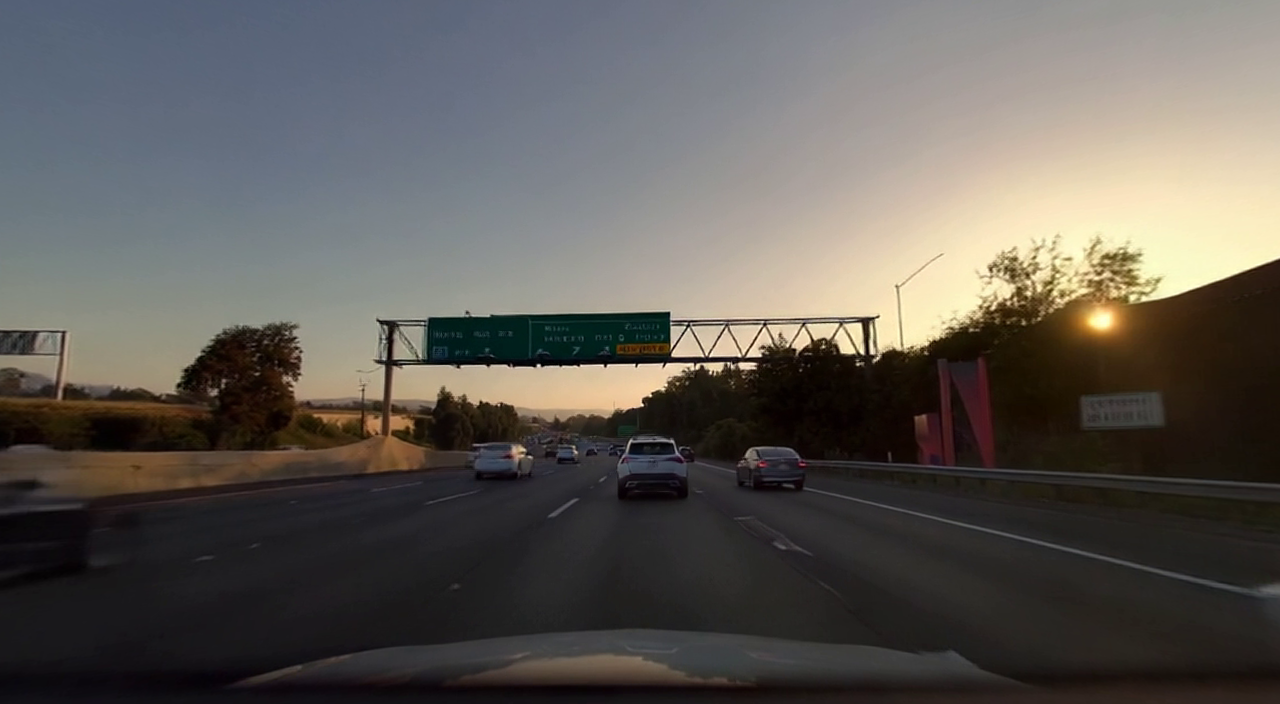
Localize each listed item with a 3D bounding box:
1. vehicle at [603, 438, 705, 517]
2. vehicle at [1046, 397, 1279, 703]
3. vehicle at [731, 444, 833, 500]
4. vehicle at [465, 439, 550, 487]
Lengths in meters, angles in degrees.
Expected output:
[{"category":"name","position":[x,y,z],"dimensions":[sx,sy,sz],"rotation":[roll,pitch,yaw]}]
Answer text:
[{"category":"vehicle","position":[0.277,2.807,14.575],"dimensions":[2.044,1.554,3.824],"rotation":[0,-9,0]},{"category":"vehicle","position":[3.558,0.852,1.873],"dimensions":[2.044,1.523,3.947],"rotation":[0,-9,0]},{"category":"vehicle","position":[4.198,3.618,19.474],"dimensions":[2.002,1.499,4.710],"rotation":[0,-9,-1]},{"category":"vehicle","position":[-5.297,4.509,25.954],"dimensions":[2.182,1.743,5.144],"rotation":[0,-9,2]}]
